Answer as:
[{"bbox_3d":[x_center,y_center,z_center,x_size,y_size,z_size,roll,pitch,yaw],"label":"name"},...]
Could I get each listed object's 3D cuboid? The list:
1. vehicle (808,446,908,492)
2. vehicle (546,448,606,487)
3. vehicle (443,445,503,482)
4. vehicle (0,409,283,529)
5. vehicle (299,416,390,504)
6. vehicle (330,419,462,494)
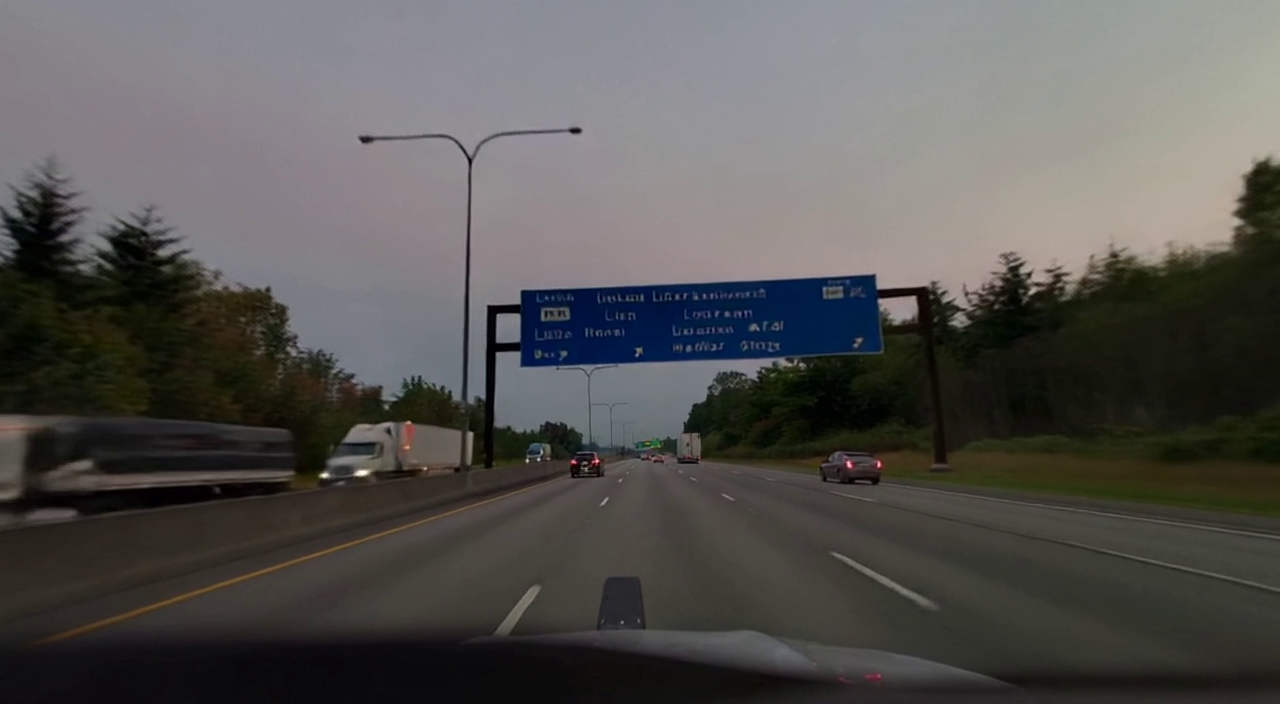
[{"bbox_3d":[7.701,4.162,22.808,1.943,1.493,4.507,0,-9,-1],"label":"vehicle"},{"bbox_3d":[-2.741,5.104,28.157,2.191,1.563,4.318,0,-9,0],"label":"vehicle"},{"bbox_3d":[-11.296,7.586,43.298,2.334,2.350,6.510,0,-9,0],"label":"vehicle"},{"bbox_3d":[-18.831,4.494,25.180,2.761,3.716,10.785,0,-9,0],"label":"vehicle"},{"bbox_3d":[-15.274,5.578,32.869,2.923,4.280,3.390,0,-9,0],"label":"vehicle"},{"bbox_3d":[-15.200,6.765,41.192,2.975,4.006,13.924,0,-9,0],"label":"vehicle"}]
